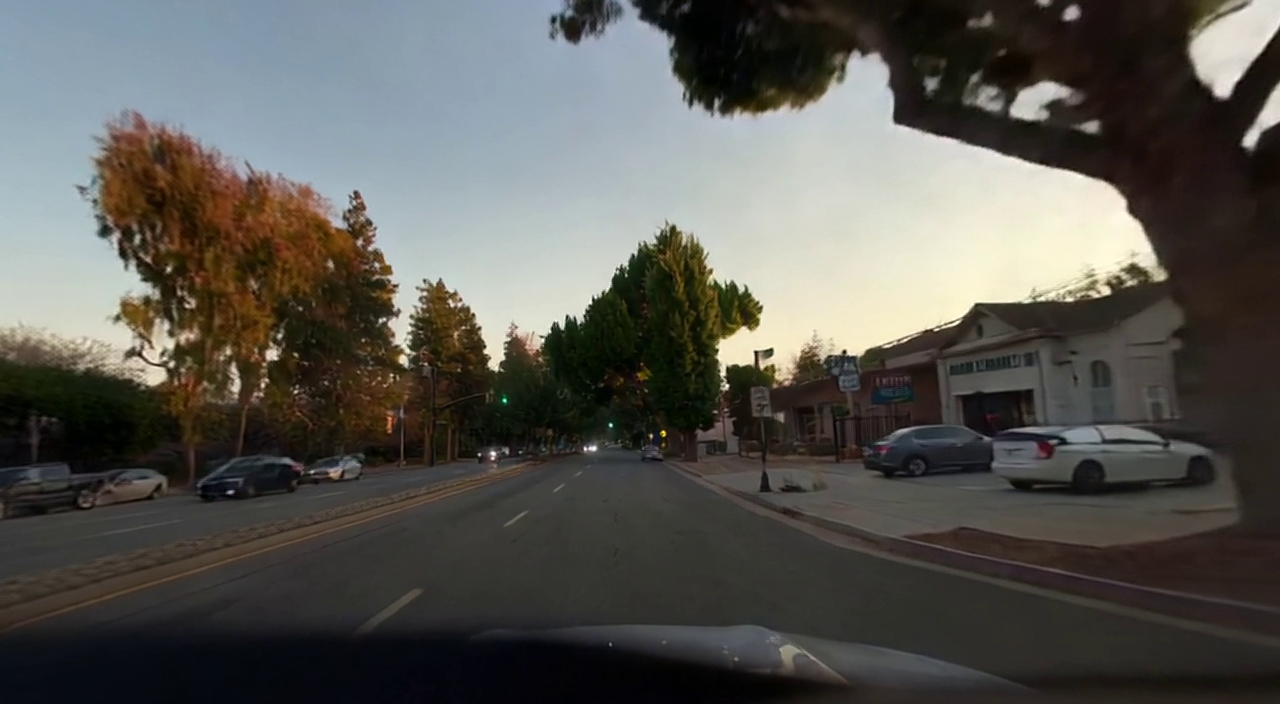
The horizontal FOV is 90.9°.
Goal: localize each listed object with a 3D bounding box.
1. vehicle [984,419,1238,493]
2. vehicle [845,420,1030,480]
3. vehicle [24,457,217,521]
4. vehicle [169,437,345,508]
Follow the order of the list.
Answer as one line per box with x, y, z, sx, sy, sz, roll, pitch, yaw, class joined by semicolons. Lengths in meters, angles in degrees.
10.139;2.254;13.757;4.257;1.474;1.751;1;-9;-6;vehicle
9.282;3.077;19.923;4.843;1.748;1.985;1;-9;-5;vehicle
-15.575;4.088;19.345;2.093;1.474;4.638;-3;-8;-2;vehicle
-12.253;3.854;20.861;2.228;1.976;5.857;0;-8;-1;vehicle
